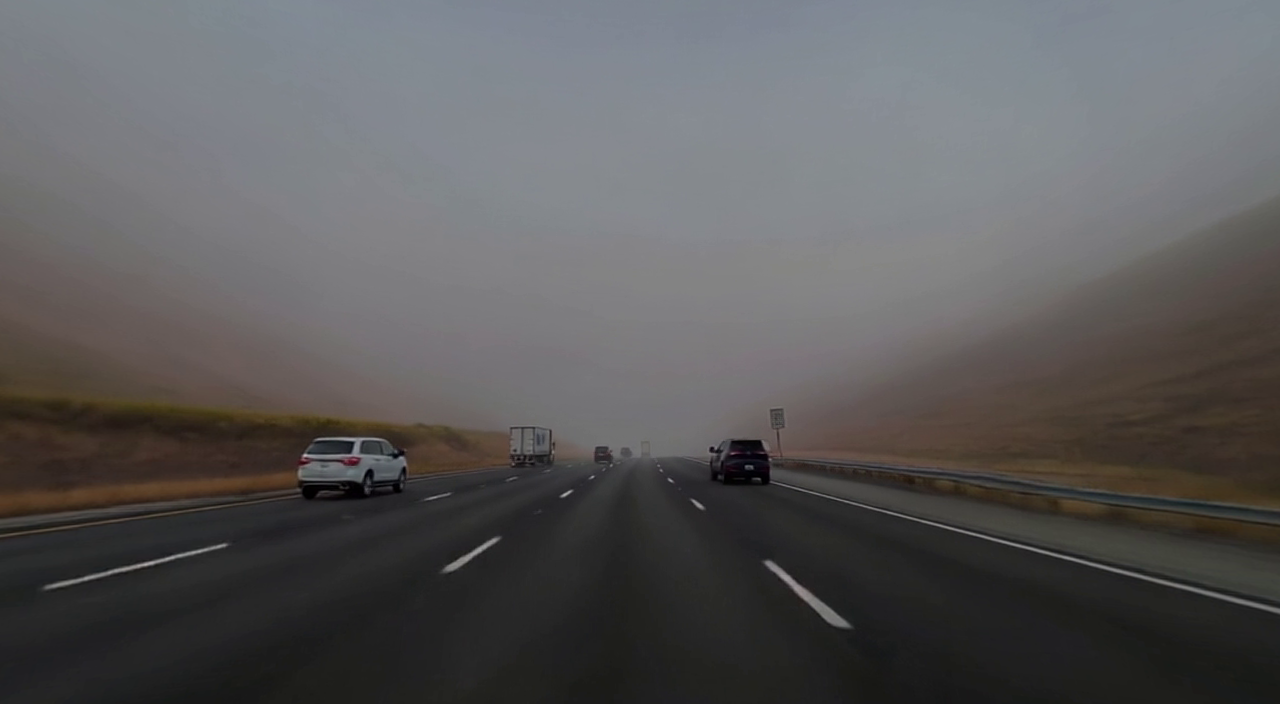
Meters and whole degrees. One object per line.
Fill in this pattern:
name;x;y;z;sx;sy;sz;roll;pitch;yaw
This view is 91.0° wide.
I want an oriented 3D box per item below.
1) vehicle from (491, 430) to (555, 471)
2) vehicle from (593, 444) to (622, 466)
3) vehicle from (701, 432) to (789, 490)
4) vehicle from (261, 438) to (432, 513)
vehicle;-7.689;6.636;42.344;2.937;2.509;7.090;0;-9;0
vehicle;-2.498;8.040;49.272;2.009;1.593;4.378;0;-9;0
vehicle;3.528;3.778;22.161;2.231;1.789;4.700;0;-9;0
vehicle;-6.915;2.943;15.558;1.935;1.550;4.883;0;-9;-1
